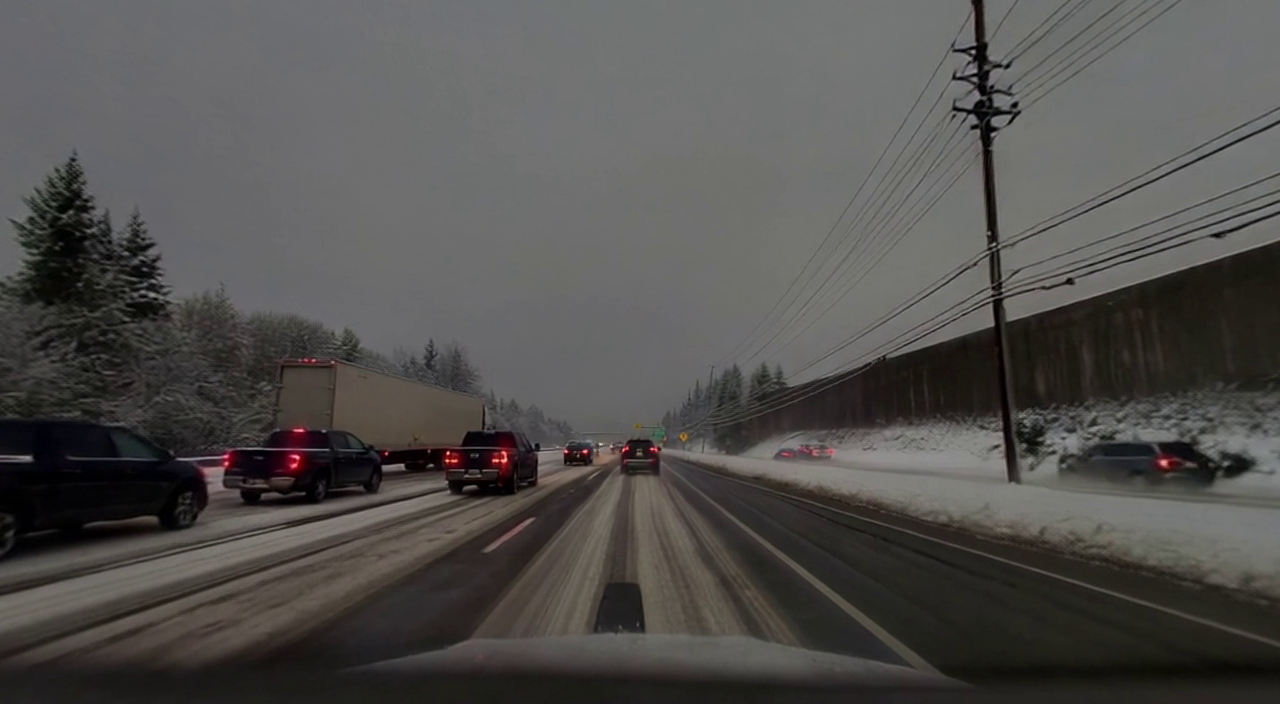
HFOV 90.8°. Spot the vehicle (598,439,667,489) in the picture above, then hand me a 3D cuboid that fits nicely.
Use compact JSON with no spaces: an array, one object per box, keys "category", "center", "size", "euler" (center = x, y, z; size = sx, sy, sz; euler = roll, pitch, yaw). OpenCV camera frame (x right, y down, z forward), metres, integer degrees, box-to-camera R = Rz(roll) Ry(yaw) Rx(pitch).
[{"category":"vehicle","center":[-0.256,3.686,21.122],"size":[2.089,1.477,3.818],"euler":[0,-8,-1]}]

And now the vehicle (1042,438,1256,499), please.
[{"category":"vehicle","center":[14.088,3.229,17.993],"size":[2.027,1.478,4.849],"euler":[0,-9,-1]}]

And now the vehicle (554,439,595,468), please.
[{"category":"vehicle","center":[-3.981,6.260,39.175],"size":[1.976,1.705,4.176],"euler":[0,-8,1]}]

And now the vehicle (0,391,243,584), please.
[{"category":"vehicle","center":[-6.941,1.448,7.134],"size":[2.027,1.762,4.386],"euler":[0,-9,0]}]

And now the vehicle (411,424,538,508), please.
[{"category":"vehicle","center":[-3.799,2.701,15.354],"size":[1.923,1.716,4.289],"euler":[0,-9,0]}]

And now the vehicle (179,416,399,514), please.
[{"category":"vehicle","center":[-7.572,2.500,14.453],"size":[2.054,1.825,5.072],"euler":[0,-8,1]}]
